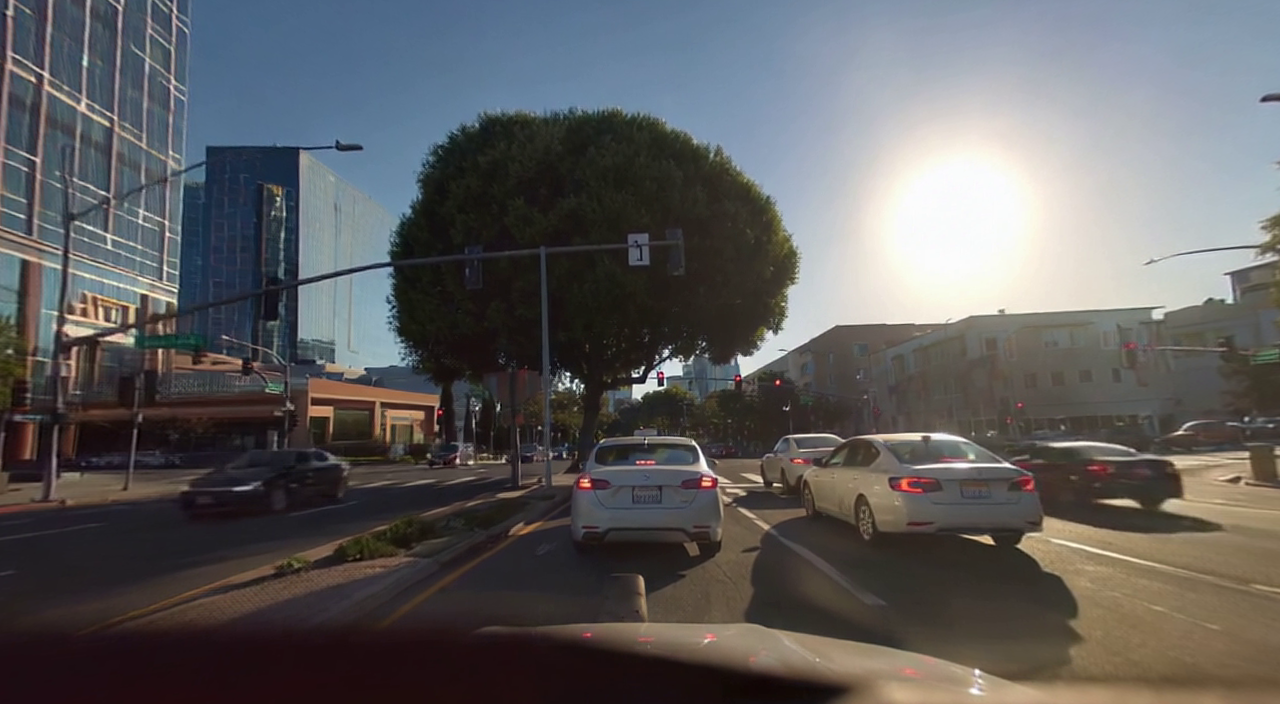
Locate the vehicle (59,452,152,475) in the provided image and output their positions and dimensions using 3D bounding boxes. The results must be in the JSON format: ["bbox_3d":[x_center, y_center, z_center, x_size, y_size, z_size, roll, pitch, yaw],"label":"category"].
[{"bbox_3d":[-36.390,7.592,43.138,4.423,1.470,1.877,1,-9,-7],"label":"vehicle"}]

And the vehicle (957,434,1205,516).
[{"bbox_3d":[9.214,2.585,13.816,2.086,1.483,4.408,0,-9,-3],"label":"vehicle"}]

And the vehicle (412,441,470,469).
[{"bbox_3d":[-12.594,6.555,40.324,2.166,1.659,4.654,0,-9,1],"label":"vehicle"}]

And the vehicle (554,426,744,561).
[{"bbox_3d":[0.074,1.870,9.026,2.087,1.468,4.014,0,-9,-1],"label":"vehicle"}]

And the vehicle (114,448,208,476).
[{"bbox_3d":[-26.705,6.138,35.311,3.657,1.528,1.783,1,-9,-4],"label":"vehicle"}]

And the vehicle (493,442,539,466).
[{"bbox_3d":[-8.277,6.825,42.448,2.090,1.475,4.616,0,-9,1],"label":"vehicle"}]

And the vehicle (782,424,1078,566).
[{"bbox_3d":[3.595,1.869,9.028,2.018,1.491,4.544,0,-9,-1],"label":"vehicle"}]

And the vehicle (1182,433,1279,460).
[{"bbox_3d":[35.175,5.596,37.472,4.190,1.535,1.998,0,-9,-1],"label":"vehicle"}]

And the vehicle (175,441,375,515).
[{"bbox_3d":[-8.470,2.942,15.307,2.004,1.476,4.671,0,-9,1],"label":"vehicle"}]
